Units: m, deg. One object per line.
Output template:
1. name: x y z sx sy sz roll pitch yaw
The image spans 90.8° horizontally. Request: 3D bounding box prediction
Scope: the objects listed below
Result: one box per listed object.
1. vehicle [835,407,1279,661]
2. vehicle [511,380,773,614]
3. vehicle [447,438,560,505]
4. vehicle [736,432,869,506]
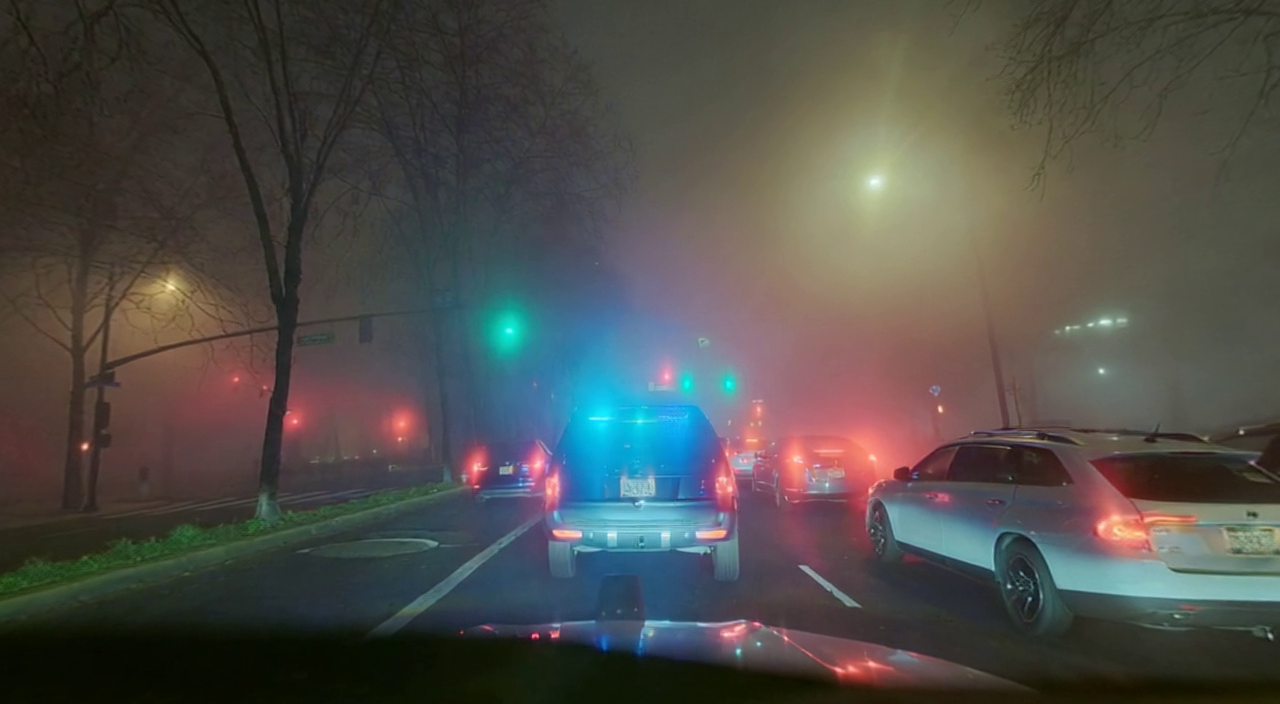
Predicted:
1. vehicle: 3.636 1.408 6.071 1.995 1.483 4.533 0 -8 -1
2. vehicle: -0.039 1.461 7.277 2.038 1.819 4.505 0 -8 -1
3. vehicle: -3.313 2.984 16.208 1.913 1.464 4.276 0 -8 0
4. vehicle: 3.642 2.706 15.057 1.940 1.474 4.234 0 -8 -1
